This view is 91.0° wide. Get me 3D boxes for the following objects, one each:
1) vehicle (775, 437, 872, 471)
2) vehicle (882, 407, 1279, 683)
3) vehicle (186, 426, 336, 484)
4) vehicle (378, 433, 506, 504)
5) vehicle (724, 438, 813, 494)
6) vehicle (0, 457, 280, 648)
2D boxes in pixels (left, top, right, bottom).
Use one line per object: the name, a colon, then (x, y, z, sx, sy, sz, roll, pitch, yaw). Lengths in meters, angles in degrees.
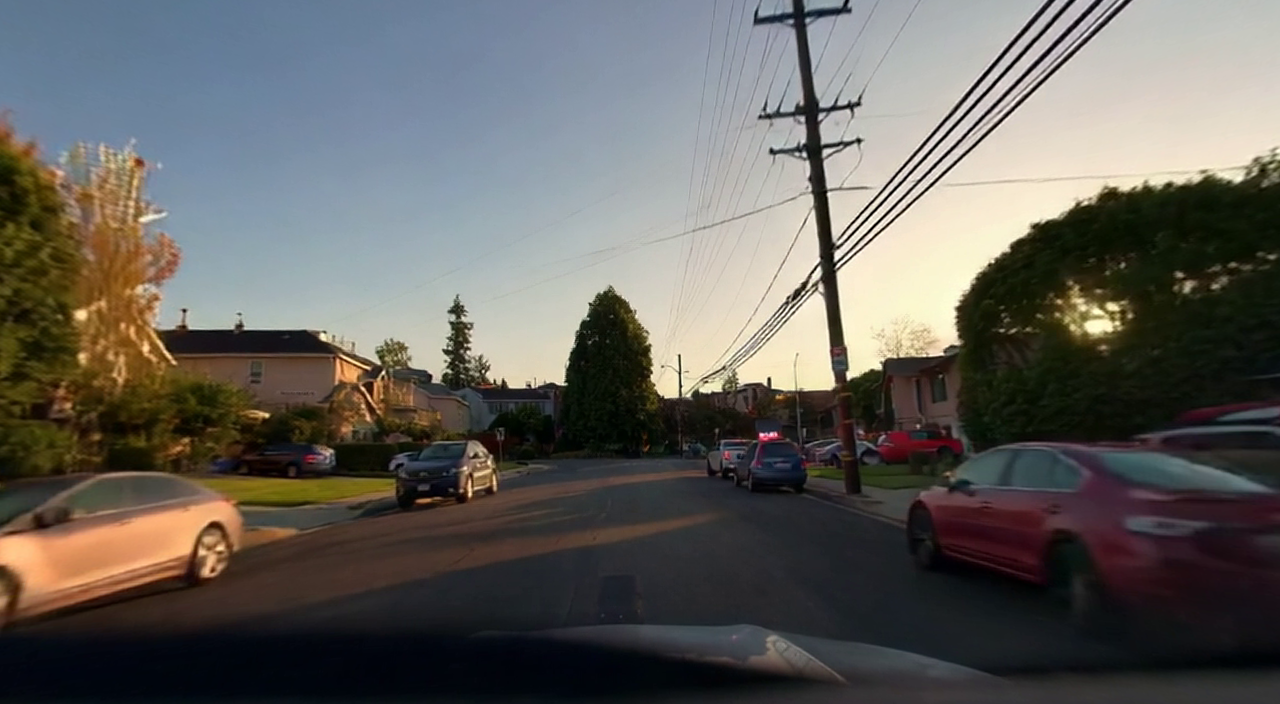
vehicle: (9.383, 5.276, 32.372, 4.270, 1.541, 2.069, 3, -10, -7)
vehicle: (4.050, 1.417, 5.721, 2.021, 1.563, 4.088, 0, -9, -1)
vehicle: (-17.968, 4.898, 30.179, 5.548, 2.609, 2.235, 1, -9, -8)
vehicle: (-6.027, 3.619, 20.078, 2.322, 1.913, 5.582, 0, -9, -1)
vehicle: (3.889, 3.523, 19.775, 1.848, 1.550, 4.054, 0, -9, -1)
vehicle: (-6.043, 1.828, 6.286, 2.048, 1.438, 4.728, -2, -9, 1)
